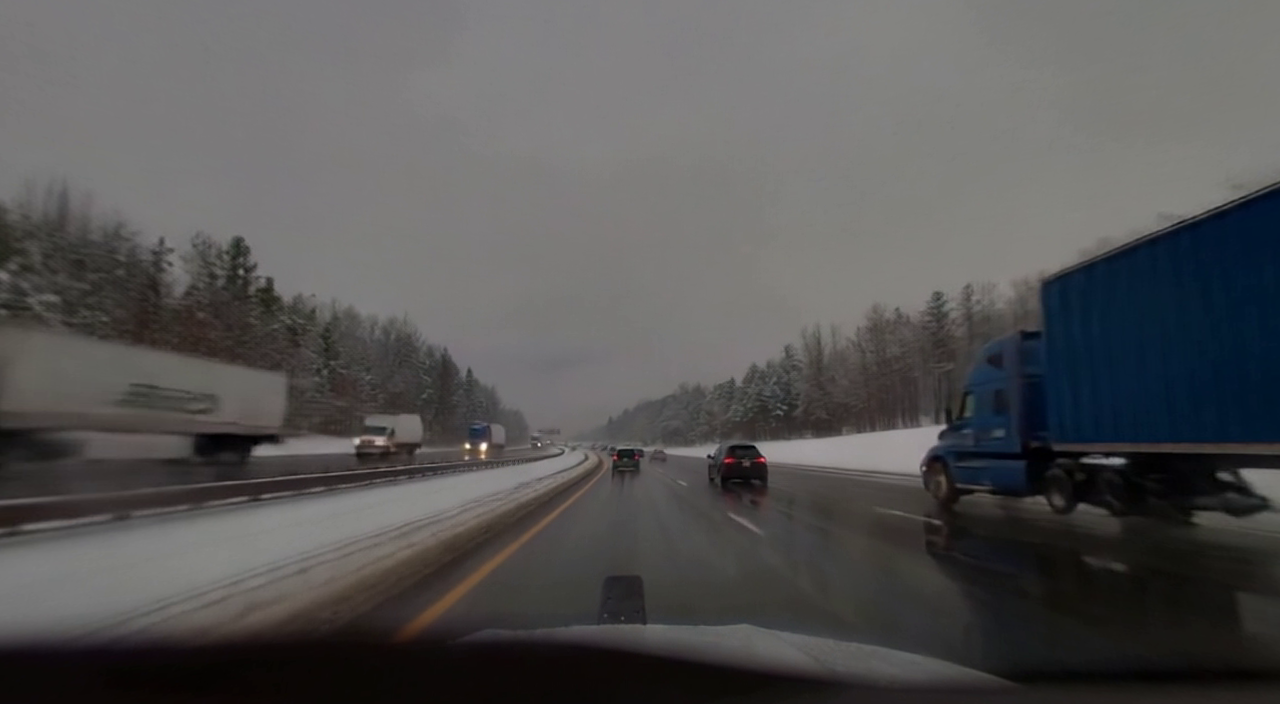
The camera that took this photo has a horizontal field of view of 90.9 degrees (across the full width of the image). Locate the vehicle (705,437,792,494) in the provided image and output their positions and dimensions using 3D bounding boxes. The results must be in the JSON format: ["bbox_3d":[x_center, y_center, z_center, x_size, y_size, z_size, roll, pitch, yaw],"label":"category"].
[{"bbox_3d":[3.321,3.593,20.154,2.013,1.623,3.916,0,-9,-1],"label":"vehicle"}]

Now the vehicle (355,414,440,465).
[{"bbox_3d":[-13.317,4.937,35.182,2.216,2.612,6.339,0,-9,0],"label":"vehicle"}]

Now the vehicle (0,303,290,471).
[{"bbox_3d":[-16.425,1.426,18.583,2.926,3.856,16.459,0,-9,0],"label":"vehicle"}]

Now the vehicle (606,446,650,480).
[{"bbox_3d":[-0.642,5.472,31.313,2.050,1.534,3.771,0,-9,-2],"label":"vehicle"}]

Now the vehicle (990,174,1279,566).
[{"bbox_3d":[8.075,-0.124,4.511,2.965,3.990,14.227,0,-9,0],"label":"vehicle"}]
